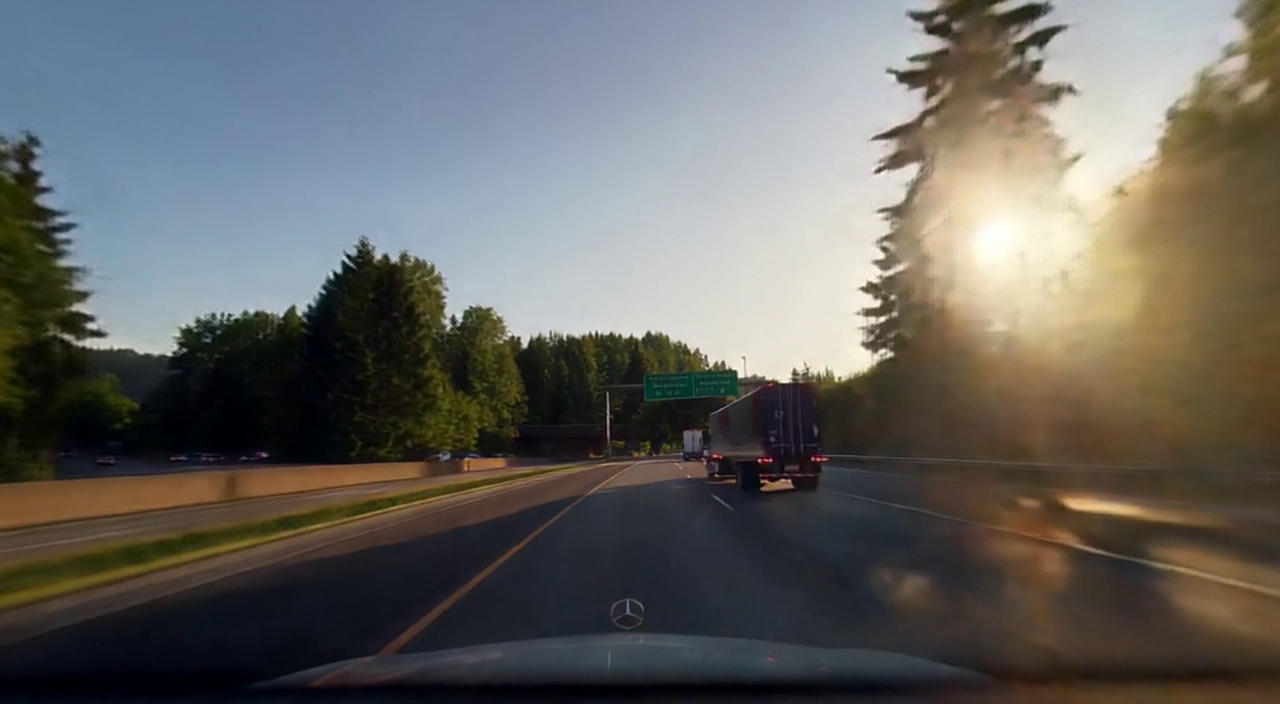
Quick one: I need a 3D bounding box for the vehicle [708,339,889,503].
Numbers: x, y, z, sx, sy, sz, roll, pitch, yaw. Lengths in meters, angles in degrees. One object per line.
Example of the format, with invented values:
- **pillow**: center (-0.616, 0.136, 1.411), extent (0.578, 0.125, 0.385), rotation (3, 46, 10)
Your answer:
- **vehicle**: center (4.576, 2.715, 22.320), extent (2.859, 3.984, 14.045), rotation (0, -9, 0)
